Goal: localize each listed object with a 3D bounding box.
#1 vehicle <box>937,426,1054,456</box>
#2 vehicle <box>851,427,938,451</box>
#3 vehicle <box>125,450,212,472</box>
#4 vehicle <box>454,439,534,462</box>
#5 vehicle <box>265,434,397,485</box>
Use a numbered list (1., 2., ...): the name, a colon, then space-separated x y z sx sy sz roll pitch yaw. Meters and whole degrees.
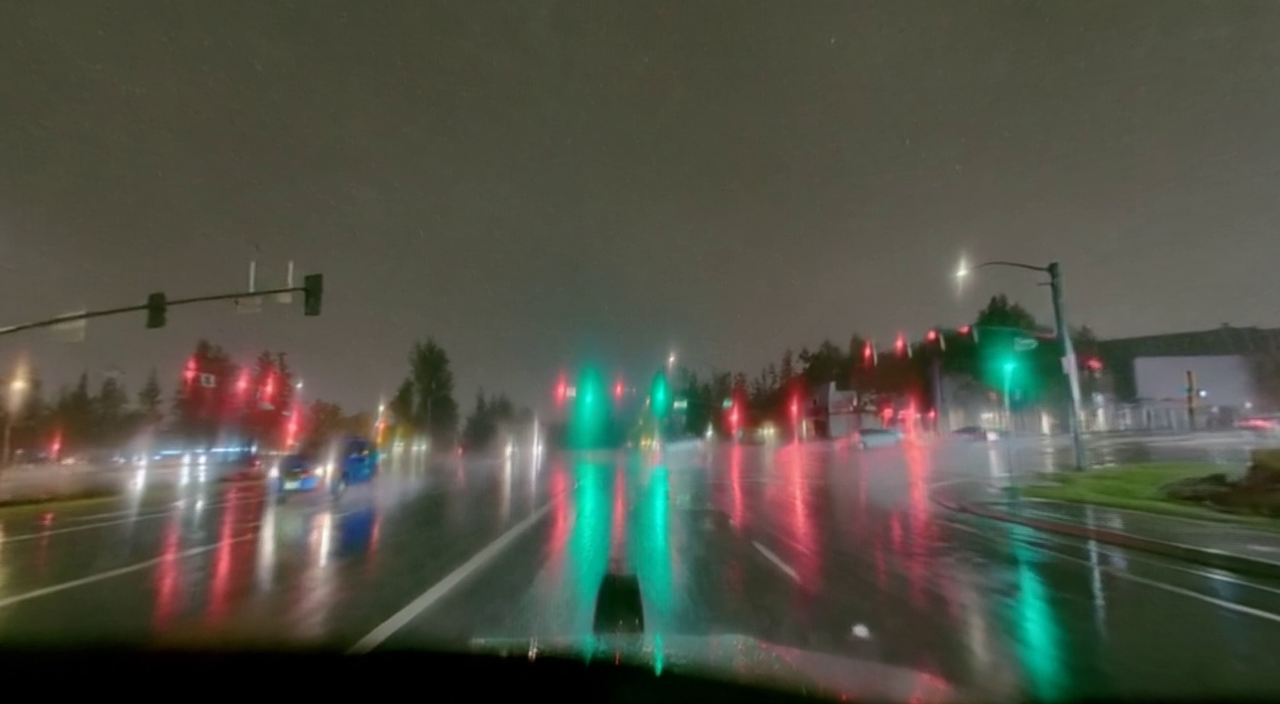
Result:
1. vehicle: 18.380 4.626 32.690 4.885 1.503 1.845 -1 -8 3
2. vehicle: 15.891 5.453 39.499 4.647 1.428 1.825 -1 -8 4
3. vehicle: -34.324 7.938 45.892 4.805 1.494 2.112 -1 -8 5
4. vehicle: -9.533 6.445 41.376 4.775 1.466 1.850 -1 -8 5
5. vehicle: -9.896 3.480 20.693 1.899 1.460 4.880 0 -8 0
